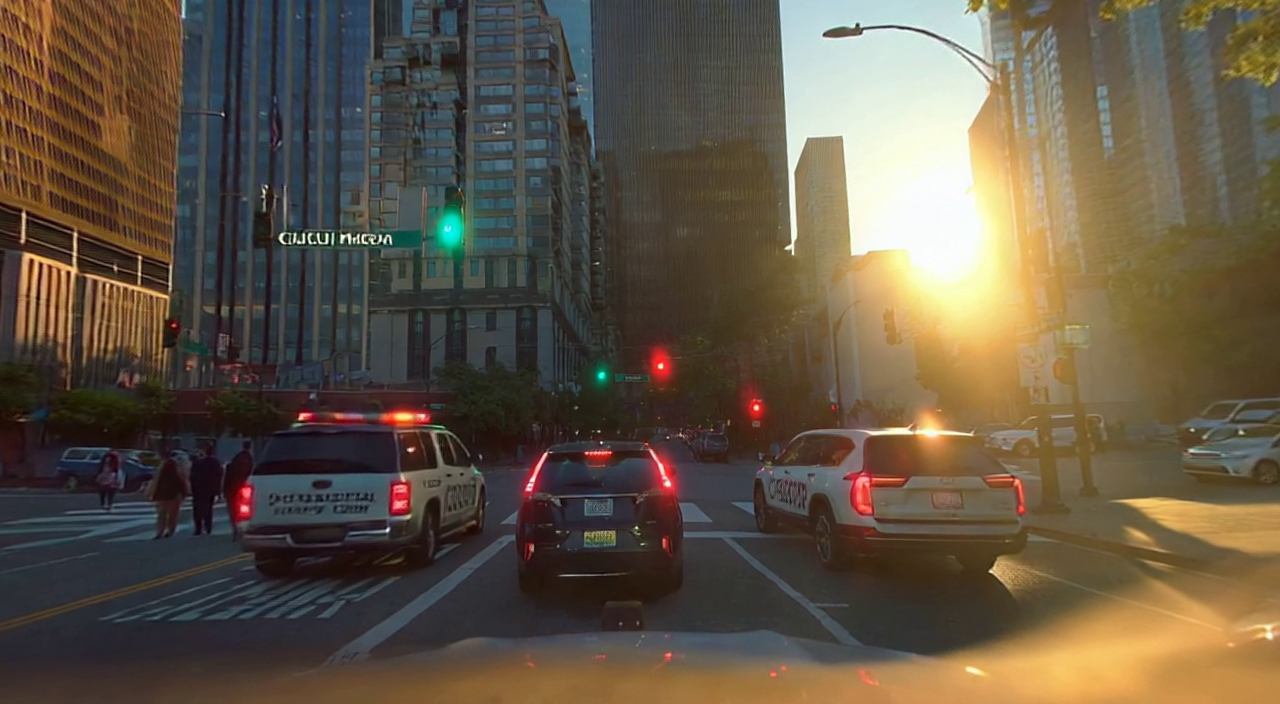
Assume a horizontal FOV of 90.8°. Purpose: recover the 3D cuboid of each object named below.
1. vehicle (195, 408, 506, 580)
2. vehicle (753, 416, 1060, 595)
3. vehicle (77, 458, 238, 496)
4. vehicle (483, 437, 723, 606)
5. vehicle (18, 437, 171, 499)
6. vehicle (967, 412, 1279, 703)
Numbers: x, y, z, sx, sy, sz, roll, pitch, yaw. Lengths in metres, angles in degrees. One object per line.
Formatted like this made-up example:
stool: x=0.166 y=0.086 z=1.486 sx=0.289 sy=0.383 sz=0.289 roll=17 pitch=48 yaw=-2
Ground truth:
vehicle: x=-3.684 y=1.920 z=9.510 sx=2.190 sy=1.840 sz=5.272 roll=0 pitch=-8 yaw=0
vehicle: x=3.034 y=1.849 z=8.616 sx=2.072 sy=1.735 sz=4.759 roll=0 pitch=-8 yaw=0
vehicle: x=-20.261 y=5.246 z=26.710 sx=5.153 sy=1.449 sz=1.966 roll=0 pitch=-8 yaw=0
vehicle: x=-0.355 y=1.789 z=7.656 sx=2.092 sy=1.454 sz=4.132 roll=0 pitch=-8 yaw=-1
vehicle: x=-30.877 y=6.523 z=35.938 sx=5.896 sy=3.276 sz=2.809 roll=1 pitch=-8 yaw=1
vehicle: x=2.737 y=0.807 z=1.116 sx=1.902 sy=1.454 sz=4.540 roll=0 pitch=-8 yaw=0
